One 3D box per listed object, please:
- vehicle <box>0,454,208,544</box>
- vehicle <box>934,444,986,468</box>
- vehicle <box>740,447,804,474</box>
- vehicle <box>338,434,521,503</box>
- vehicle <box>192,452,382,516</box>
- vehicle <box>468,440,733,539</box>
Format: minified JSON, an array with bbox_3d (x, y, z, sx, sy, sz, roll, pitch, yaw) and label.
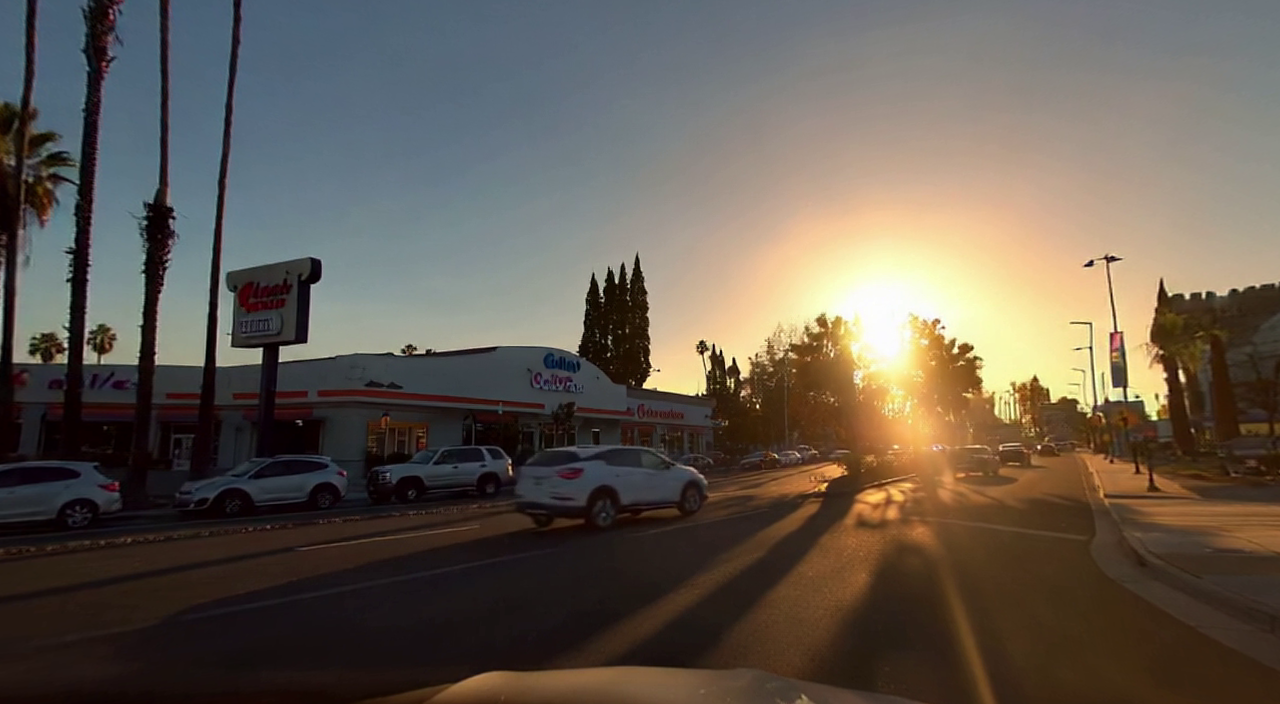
[{"bbox_3d":[-11.412,2.737,12.013,1.854,1.482,4.756,-6,-11,37],"label":"vehicle"},{"bbox_3d":[20.722,6.680,40.676,2.035,1.485,4.849,-6,-11,37],"label":"vehicle"},{"bbox_3d":[8.052,6.534,38.062,1.981,1.493,4.721,-6,-11,36],"label":"vehicle"},{"bbox_3d":[-6.151,3.591,19.014,1.989,1.792,4.884,-9,-15,36],"label":"vehicle"},{"bbox_3d":[-10.549,3.899,19.158,1.900,1.615,4.573,-6,-11,37],"label":"vehicle"},{"bbox_3d":[-0.530,2.537,12.447,2.232,1.513,5.090,-7,-11,41],"label":"vehicle"}]
